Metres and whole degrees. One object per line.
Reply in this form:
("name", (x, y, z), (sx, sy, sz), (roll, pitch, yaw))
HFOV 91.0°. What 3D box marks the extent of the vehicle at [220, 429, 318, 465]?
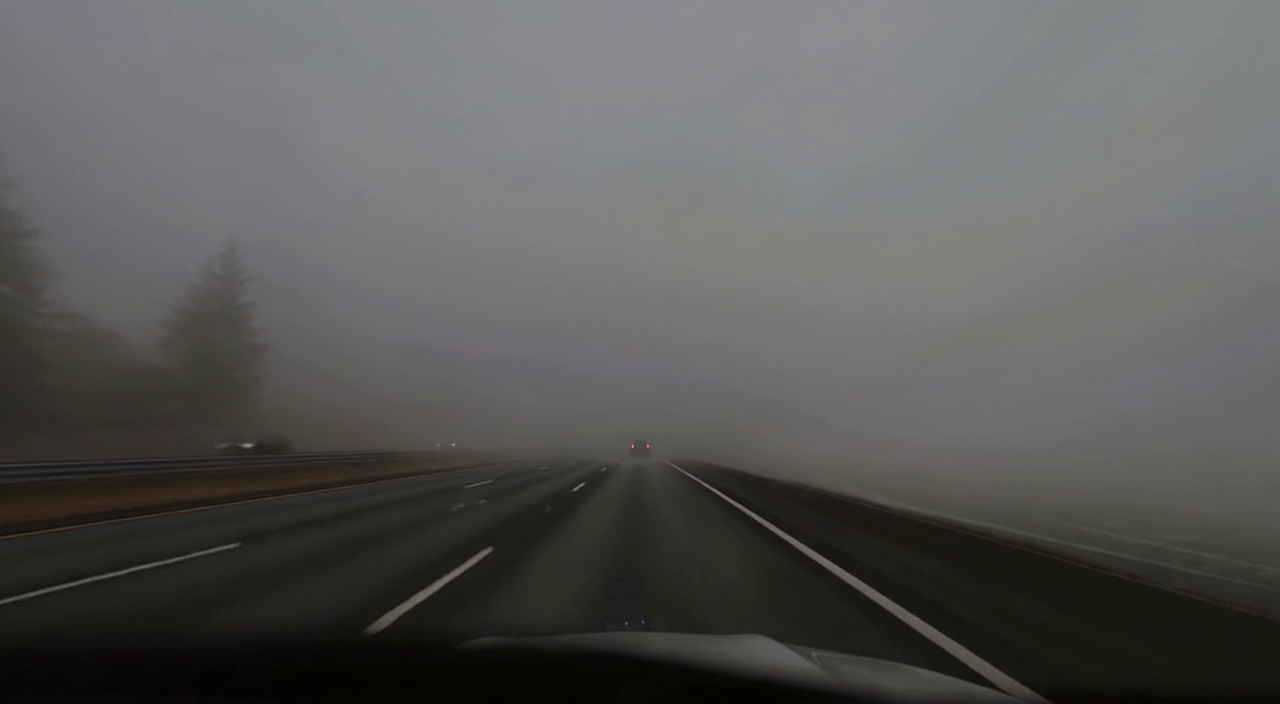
("vehicle", (-16.407, 4.223, 28.087), (1.880, 1.462, 4.045), (0, -8, 1))
